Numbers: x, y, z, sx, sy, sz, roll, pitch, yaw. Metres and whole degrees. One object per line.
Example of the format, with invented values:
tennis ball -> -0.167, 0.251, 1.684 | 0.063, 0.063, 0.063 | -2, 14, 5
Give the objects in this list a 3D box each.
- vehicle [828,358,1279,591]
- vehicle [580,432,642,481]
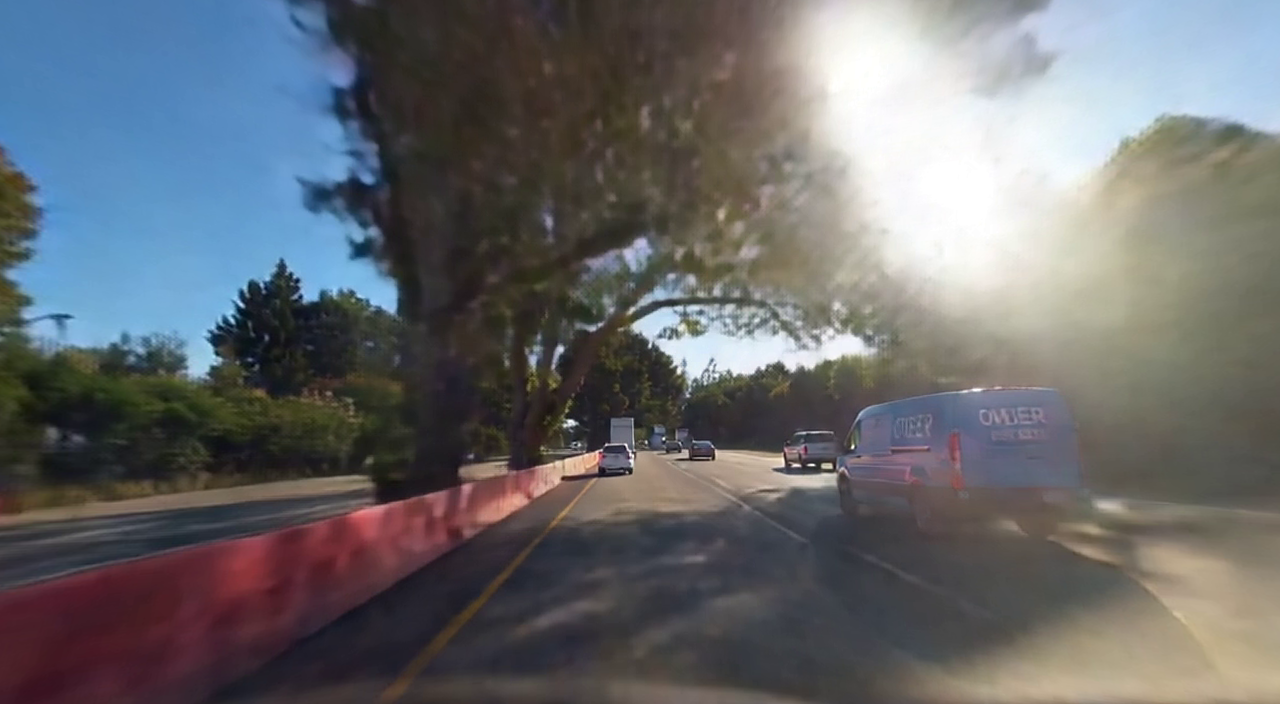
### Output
vehicle -> 4.427, 1.412, 8.102 | 2.223, 2.008, 5.121 | 0, -8, -2
vehicle -> -1.046, 3.839, 23.378 | 2.100, 1.636, 3.620 | 0, -8, -2
